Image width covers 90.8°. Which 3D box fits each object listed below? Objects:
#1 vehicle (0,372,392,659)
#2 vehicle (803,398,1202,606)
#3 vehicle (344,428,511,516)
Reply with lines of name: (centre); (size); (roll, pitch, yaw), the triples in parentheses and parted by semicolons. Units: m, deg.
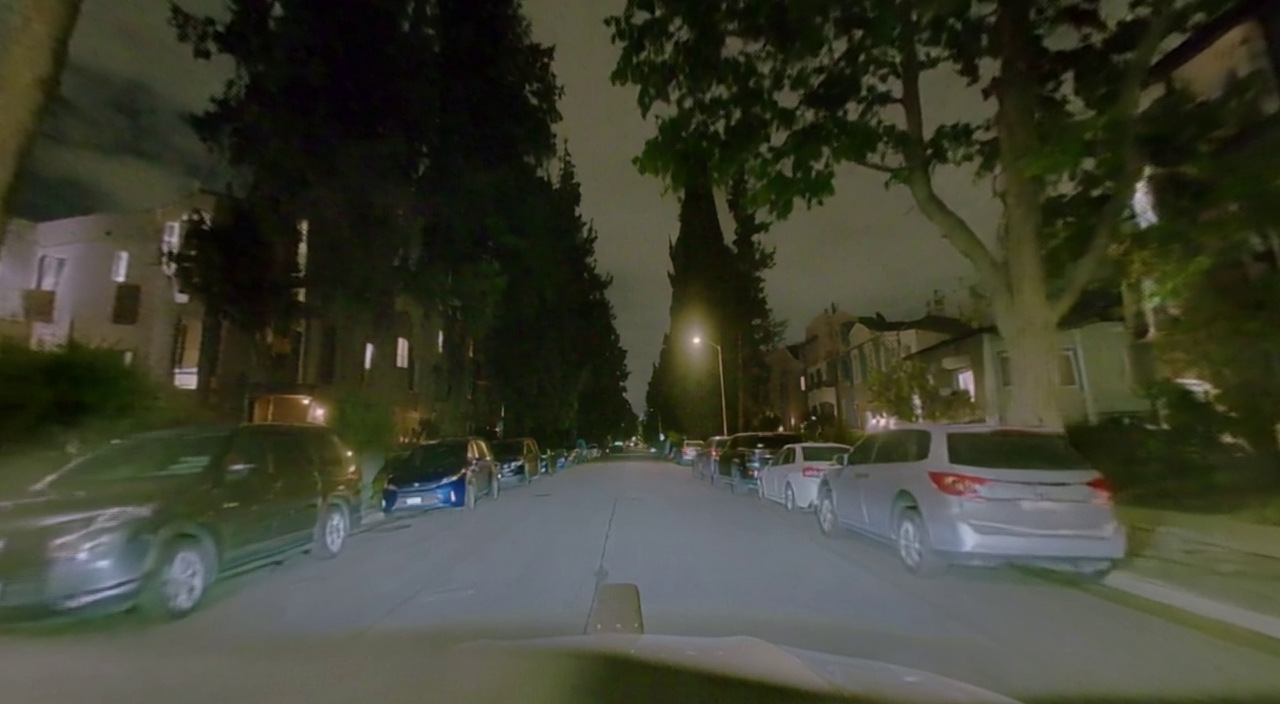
vehicle: (-5.176, 1.593, 7.443); (2.390, 2.123, 5.371); (0, -8, -1)
vehicle: (3.611, 1.585, 7.637); (1.994, 1.710, 4.699); (0, -8, 0)
vehicle: (-5.251, 3.056, 16.740); (2.683, 1.923, 5.421); (0, -8, -2)
